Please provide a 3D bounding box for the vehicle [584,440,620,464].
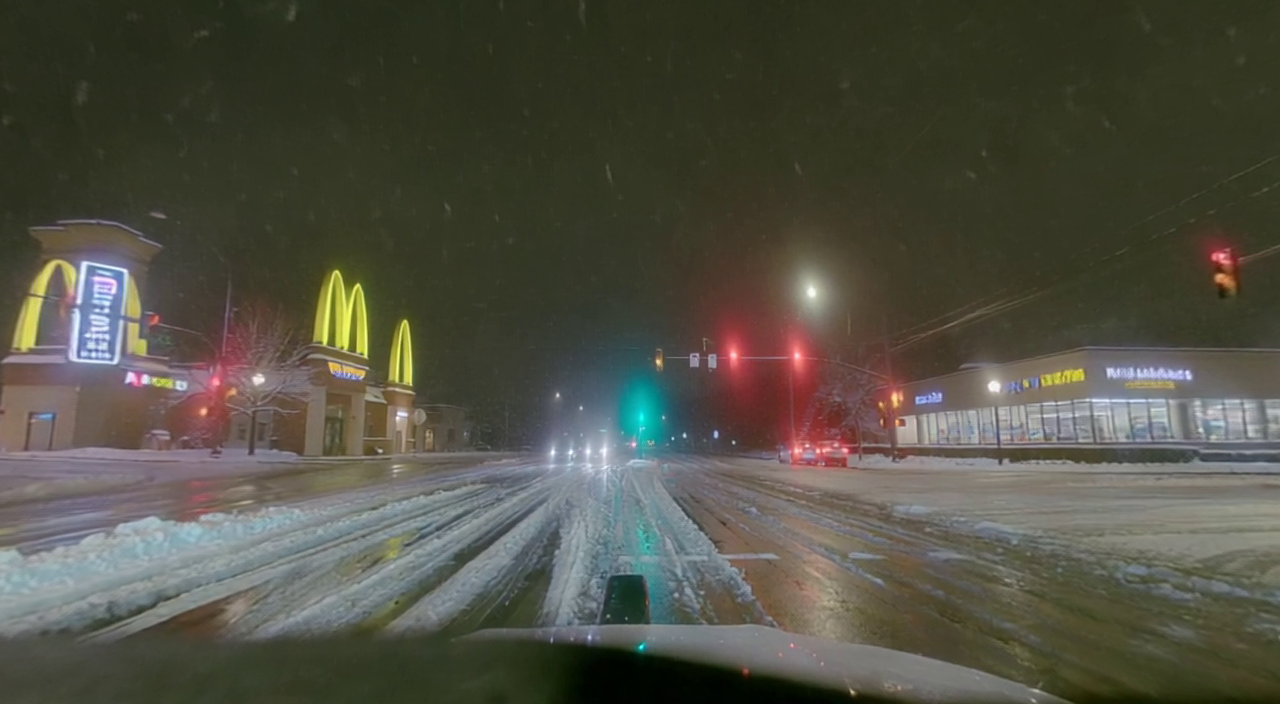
[{"bbox_3d":[-2.507,6.676,42.273,2.104,1.468,4.195,0,-8,1],"label":"vehicle"}]
